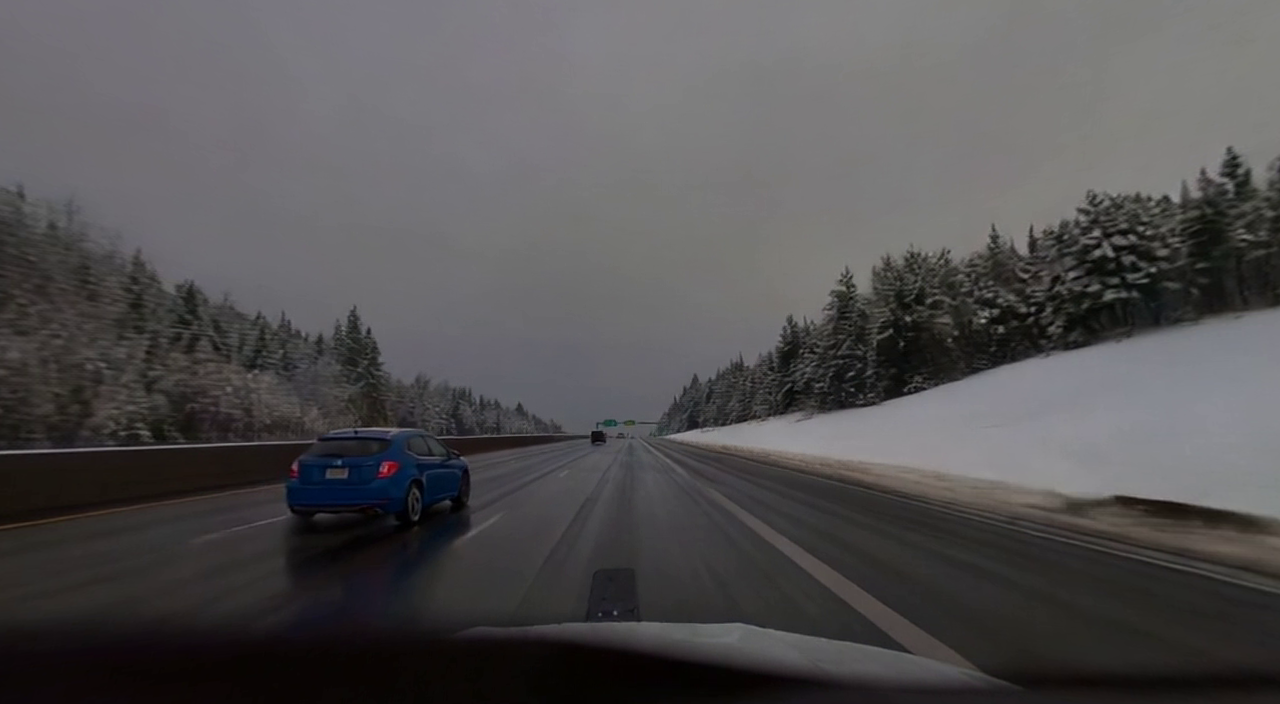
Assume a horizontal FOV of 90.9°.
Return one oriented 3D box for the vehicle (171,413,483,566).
[{"bbox_3d":[-3.686,1.668,8.543,2.026,1.517,4.325,0,-8,0],"label":"vehicle"}]
